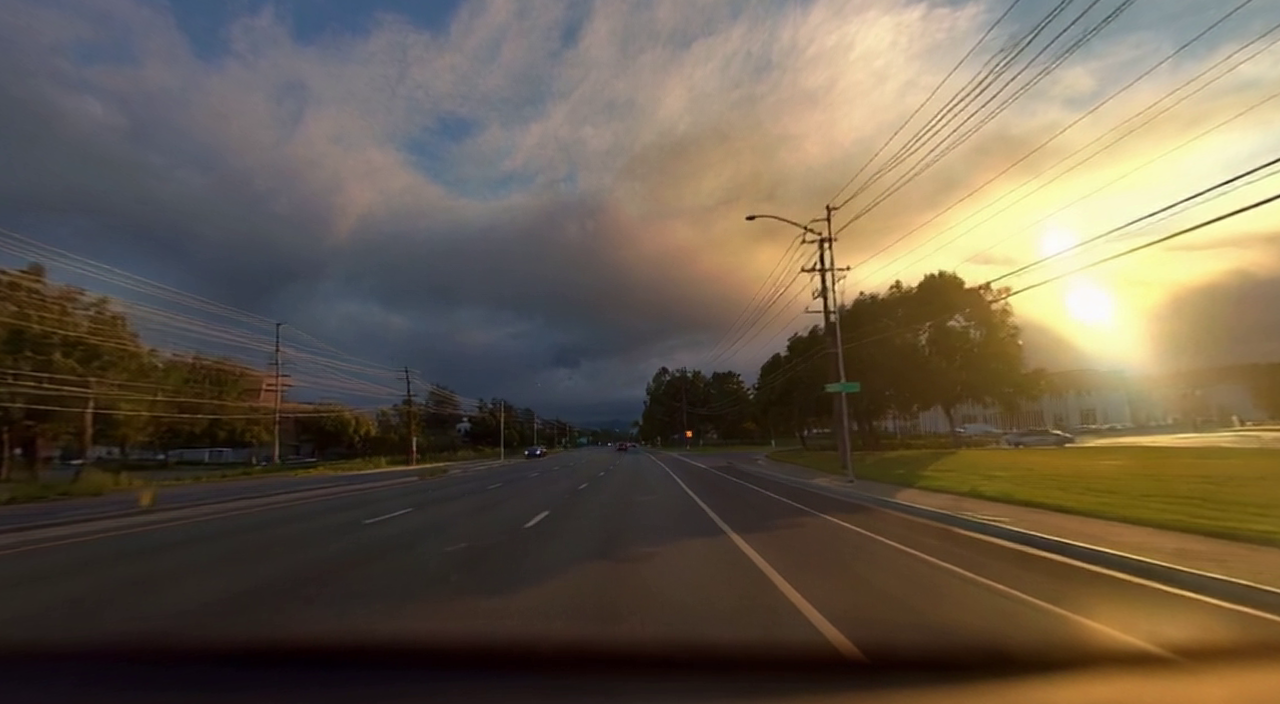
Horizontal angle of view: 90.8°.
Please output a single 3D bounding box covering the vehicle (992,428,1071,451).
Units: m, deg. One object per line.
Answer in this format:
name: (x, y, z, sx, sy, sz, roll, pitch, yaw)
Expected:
vehicle: (25.434, 5.737, 41.283, 1.996, 1.442, 4.785, 0, -8, -2)
